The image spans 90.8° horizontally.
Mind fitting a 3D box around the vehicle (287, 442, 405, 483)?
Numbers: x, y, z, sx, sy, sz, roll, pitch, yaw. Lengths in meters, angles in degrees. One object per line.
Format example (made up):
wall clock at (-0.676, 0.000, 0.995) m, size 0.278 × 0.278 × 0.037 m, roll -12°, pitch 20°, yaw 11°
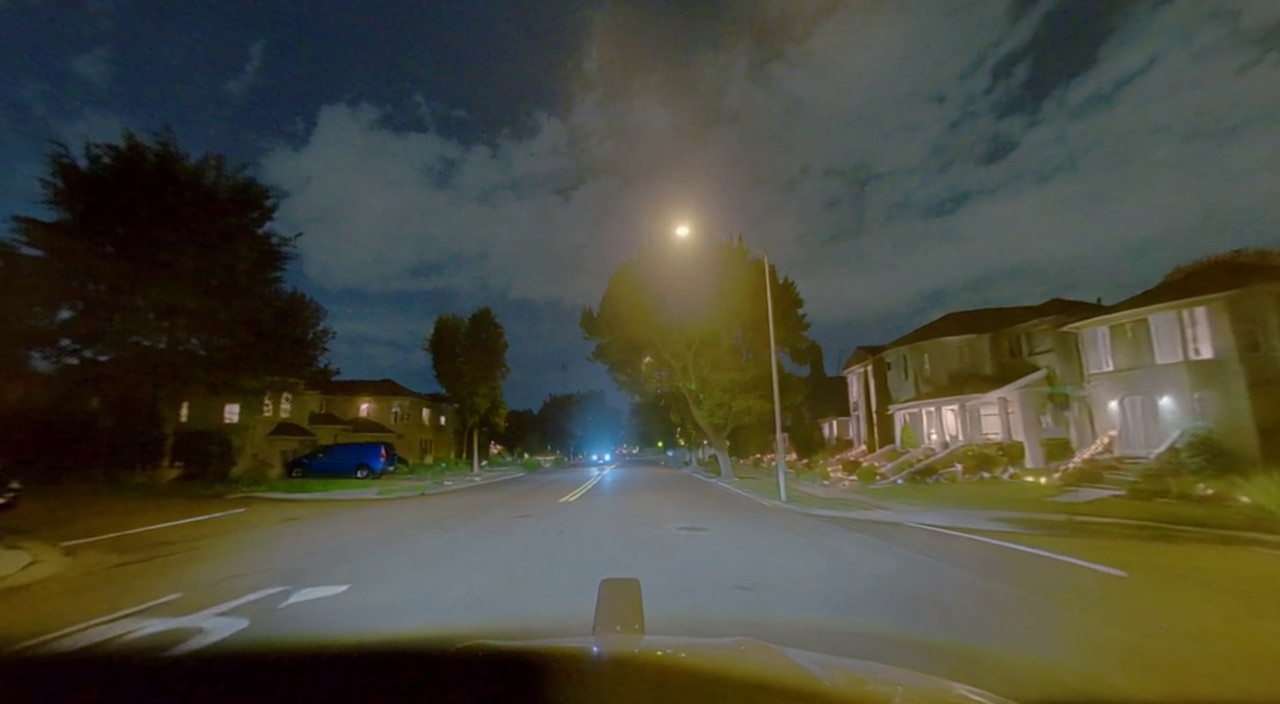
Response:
vehicle at (-14.427, 5.419, 31.300) m, size 2.145 × 1.839 × 4.837 m, roll -6°, pitch -10°, yaw 33°
